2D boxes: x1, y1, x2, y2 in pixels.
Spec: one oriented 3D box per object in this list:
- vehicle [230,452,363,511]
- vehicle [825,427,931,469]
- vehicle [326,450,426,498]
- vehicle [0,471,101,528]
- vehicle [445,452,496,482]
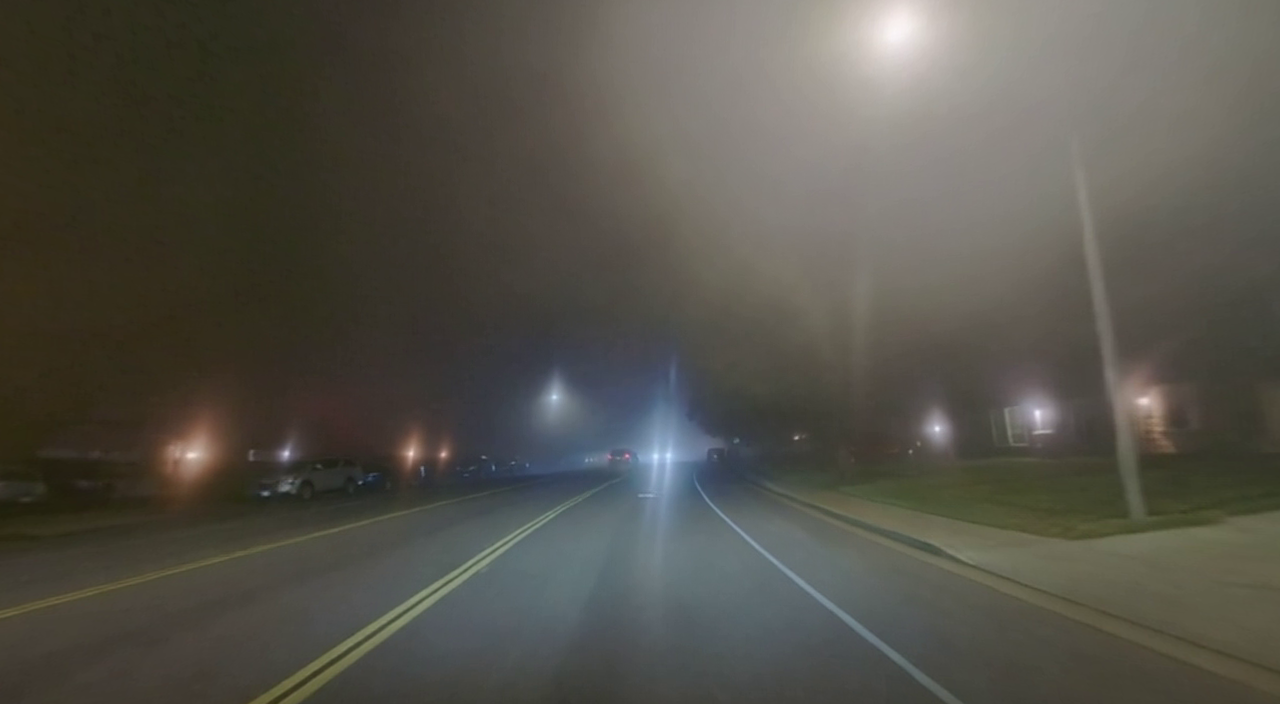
[{"bbox_3d":[-13.637,5.100,25.577,2.157,1.882,5.479,-5,-9,3],"label":"vehicle"},{"bbox_3d":[11.694,4.762,31.299,4.383,1.602,1.920,-5,-9,2],"label":"vehicle"},{"bbox_3d":[-13.189,6.096,32.075,2.114,1.931,5.936,-7,-9,4],"label":"vehicle"},{"bbox_3d":[-18.416,4.246,18.245,1.872,1.396,4.150,-1,-8,3],"label":"vehicle"},{"bbox_3d":[-12.024,8.163,45.094,2.009,1.789,4.449,-5,-9,6],"label":"vehicle"}]
